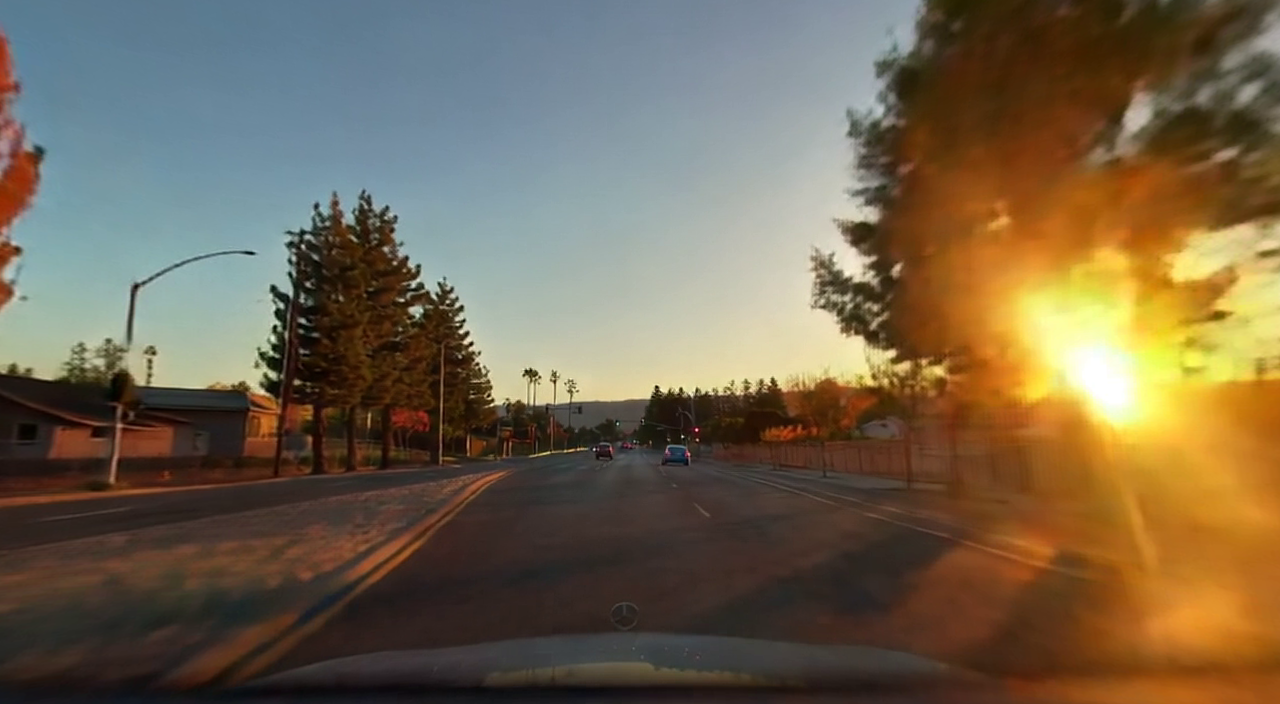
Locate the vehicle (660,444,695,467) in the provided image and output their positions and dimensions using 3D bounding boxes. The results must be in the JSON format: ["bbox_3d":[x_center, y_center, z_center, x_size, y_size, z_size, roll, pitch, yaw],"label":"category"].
[{"bbox_3d":[2.515,7.039,43.074,2.105,1.490,4.008,0,-9,-1],"label":"vehicle"}]
